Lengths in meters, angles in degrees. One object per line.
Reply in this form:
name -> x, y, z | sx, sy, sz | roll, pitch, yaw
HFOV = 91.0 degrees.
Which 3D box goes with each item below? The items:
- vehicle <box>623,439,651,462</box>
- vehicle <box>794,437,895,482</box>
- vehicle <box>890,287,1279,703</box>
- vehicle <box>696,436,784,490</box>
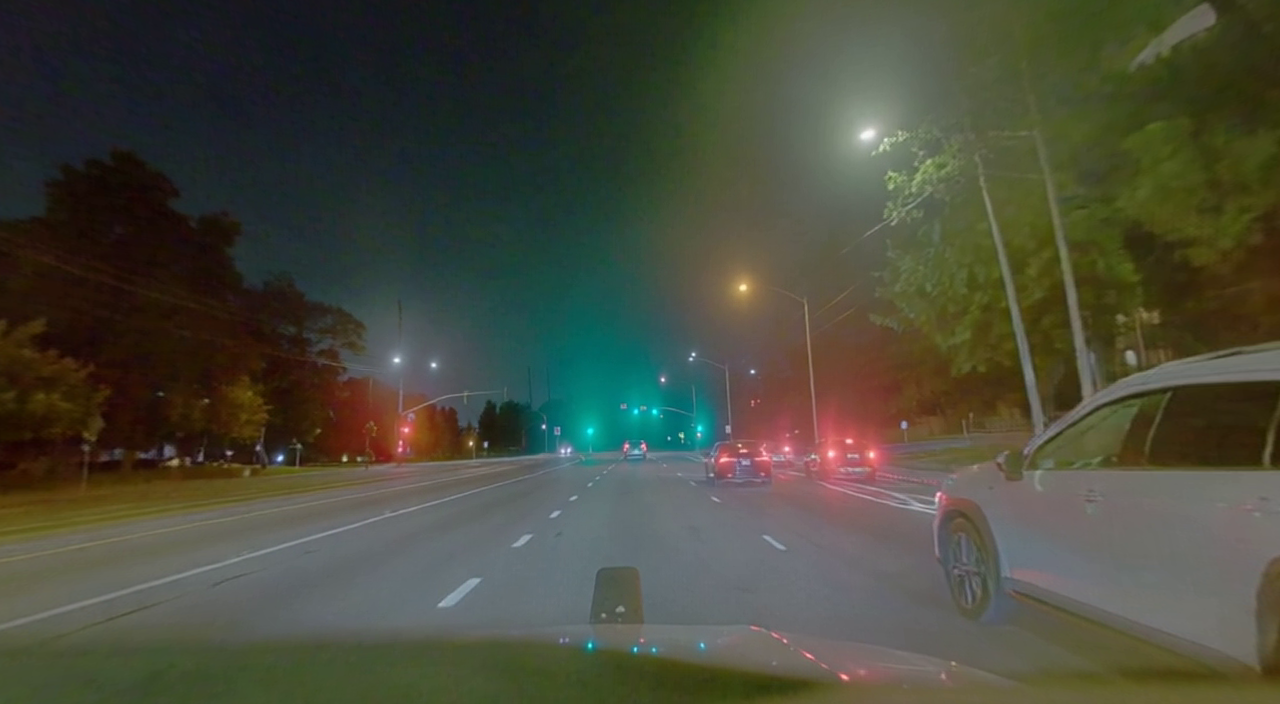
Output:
vehicle -> -0.258, 7.662, 49.151 | 2.146, 1.685, 4.003 | 0, -9, -1
vehicle -> 7.201, 3.842, 22.746 | 2.010, 1.421, 4.586 | 0, -9, -2
vehicle -> 3.097, 0.788, 2.694 | 2.129, 1.761, 4.610 | 0, -9, 0
vehicle -> 2.883, 3.313, 19.073 | 1.889, 1.451, 4.180 | 0, -9, -1
